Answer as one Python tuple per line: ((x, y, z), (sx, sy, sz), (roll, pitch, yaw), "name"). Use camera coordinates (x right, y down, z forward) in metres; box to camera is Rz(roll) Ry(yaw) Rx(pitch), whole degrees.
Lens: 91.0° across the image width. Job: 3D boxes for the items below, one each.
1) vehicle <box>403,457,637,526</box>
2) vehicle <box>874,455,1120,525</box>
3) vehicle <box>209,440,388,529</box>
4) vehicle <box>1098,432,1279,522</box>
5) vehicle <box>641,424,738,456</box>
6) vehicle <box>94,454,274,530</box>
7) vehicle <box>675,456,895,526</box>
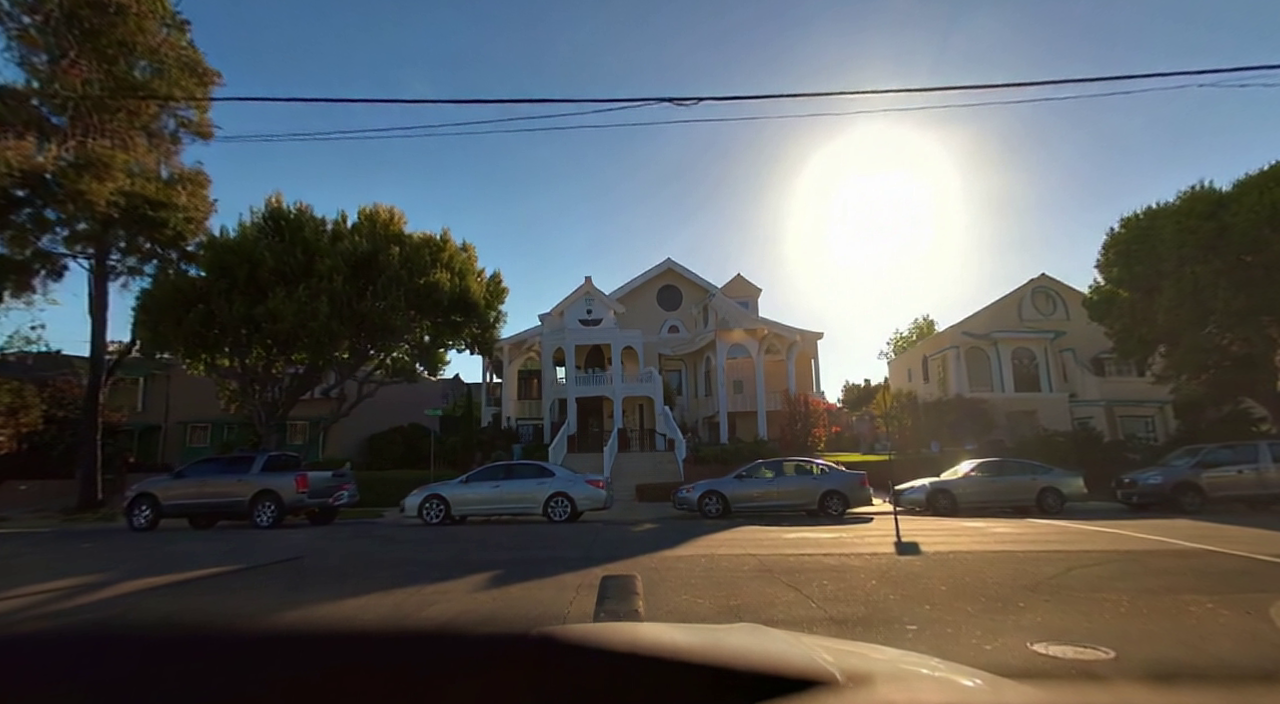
((-2.607, 3.211, 14.680), (5.075, 1.436, 1.863), (0, -8, 0), "vehicle")
((8.324, 3.205, 14.942), (4.785, 1.471, 1.798), (1, -8, -4), "vehicle")
((-8.636, 3.335, 16.540), (2.046, 1.969, 4.585), (0, -9, 1), "vehicle")
((14.495, 2.992, 15.459), (4.513, 1.970, 2.512), (0, -8, -4), "vehicle")
((2.349, 4.325, 30.928), (4.565, 1.479, 1.775), (0, -9, -2), "vehicle")
((-11.627, 3.543, 16.464), (1.827, 1.648, 4.030), (1, -9, -4), "vehicle")
((3.184, 3.170, 14.594), (4.663, 1.452, 1.801), (0, -8, 0), "vehicle")
